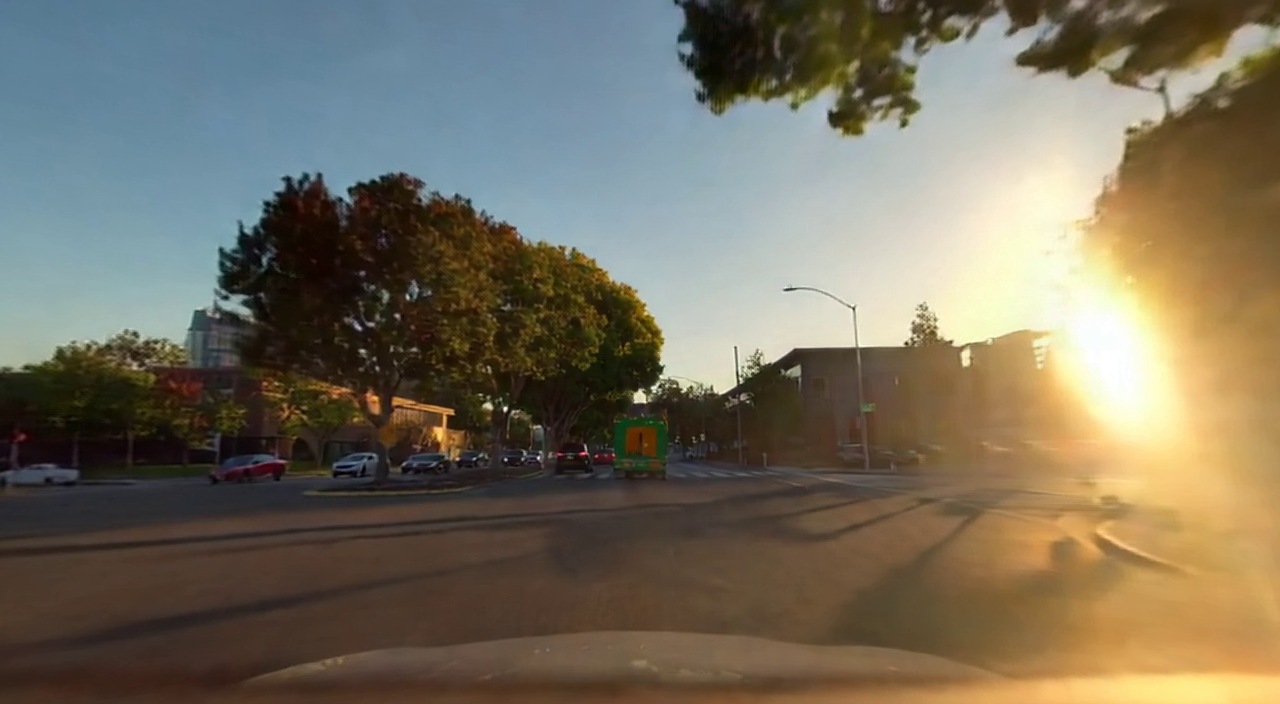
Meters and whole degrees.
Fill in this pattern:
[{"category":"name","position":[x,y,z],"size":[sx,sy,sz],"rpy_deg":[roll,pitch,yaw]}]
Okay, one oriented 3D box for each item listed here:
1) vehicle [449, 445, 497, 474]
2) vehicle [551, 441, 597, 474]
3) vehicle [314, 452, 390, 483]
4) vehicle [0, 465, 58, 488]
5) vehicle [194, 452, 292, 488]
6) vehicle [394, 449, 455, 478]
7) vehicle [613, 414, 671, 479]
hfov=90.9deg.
[{"category":"vehicle","position":[-12.426,7.995,47.183],"size":[2.068,1.747,5.040],"rpy_deg":[-4,-7,1]},{"category":"vehicle","position":[-3.901,6.332,38.091],"size":[2.184,1.830,4.890],"rpy_deg":[0,-8,0]},{"category":"vehicle","position":[-16.249,6.524,35.885],"size":[2.022,1.442,4.853],"rpy_deg":[-4,-8,1]},{"category":"vehicle","position":[-45.627,9.041,45.913],"size":[4.244,1.536,2.065],"rpy_deg":[0,-8,-3]},{"category":"vehicle","position":[-22.244,6.574,35.587],"size":[2.017,1.785,5.092],"rpy_deg":[-1,-8,3]},{"category":"vehicle","position":[-12.900,6.678,38.066],"size":[1.960,1.627,4.784],"rpy_deg":[0,-8,1]},{"category":"vehicle","position":[-0.058,5.375,36.088],"size":[2.843,3.120,10.422],"rpy_deg":[0,-8,-2]}]
